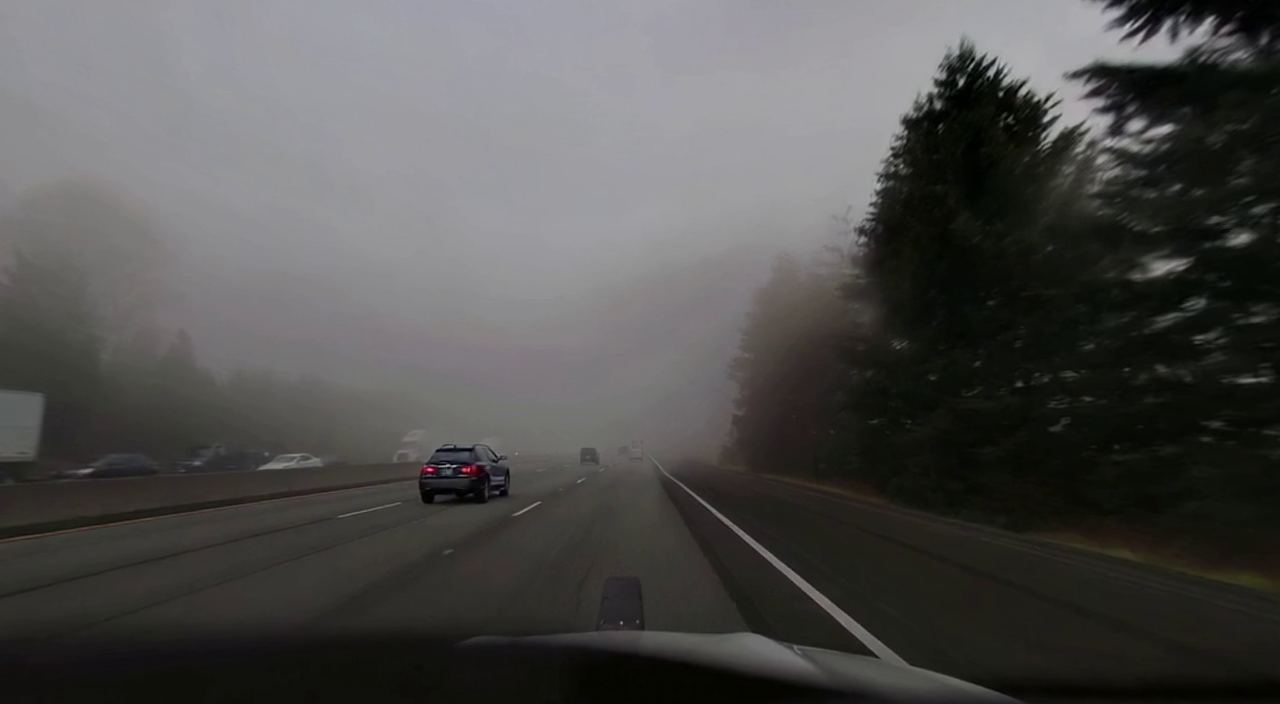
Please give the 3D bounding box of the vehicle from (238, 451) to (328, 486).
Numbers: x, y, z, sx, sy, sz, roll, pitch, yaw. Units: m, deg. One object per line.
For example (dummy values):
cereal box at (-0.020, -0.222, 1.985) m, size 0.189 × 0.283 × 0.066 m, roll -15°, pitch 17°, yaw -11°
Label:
vehicle at (-16.042, 5.230, 28.590) m, size 1.863 × 1.415 × 3.759 m, roll 0°, pitch -9°, yaw 0°

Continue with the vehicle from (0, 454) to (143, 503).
vehicle at (-19.643, 4.187, 21.318) m, size 2.014 × 1.433 × 4.417 m, roll 0°, pitch -9°, yaw 1°

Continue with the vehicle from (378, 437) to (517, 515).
vehicle at (-4.268, 2.807, 14.743) m, size 1.954 × 1.541 × 4.079 m, roll 0°, pitch -9°, yaw 0°

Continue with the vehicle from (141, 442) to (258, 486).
vehicle at (-23.864, 6.068, 34.584) m, size 2.296 × 2.194 × 5.699 m, roll 0°, pitch -9°, yaw 0°
